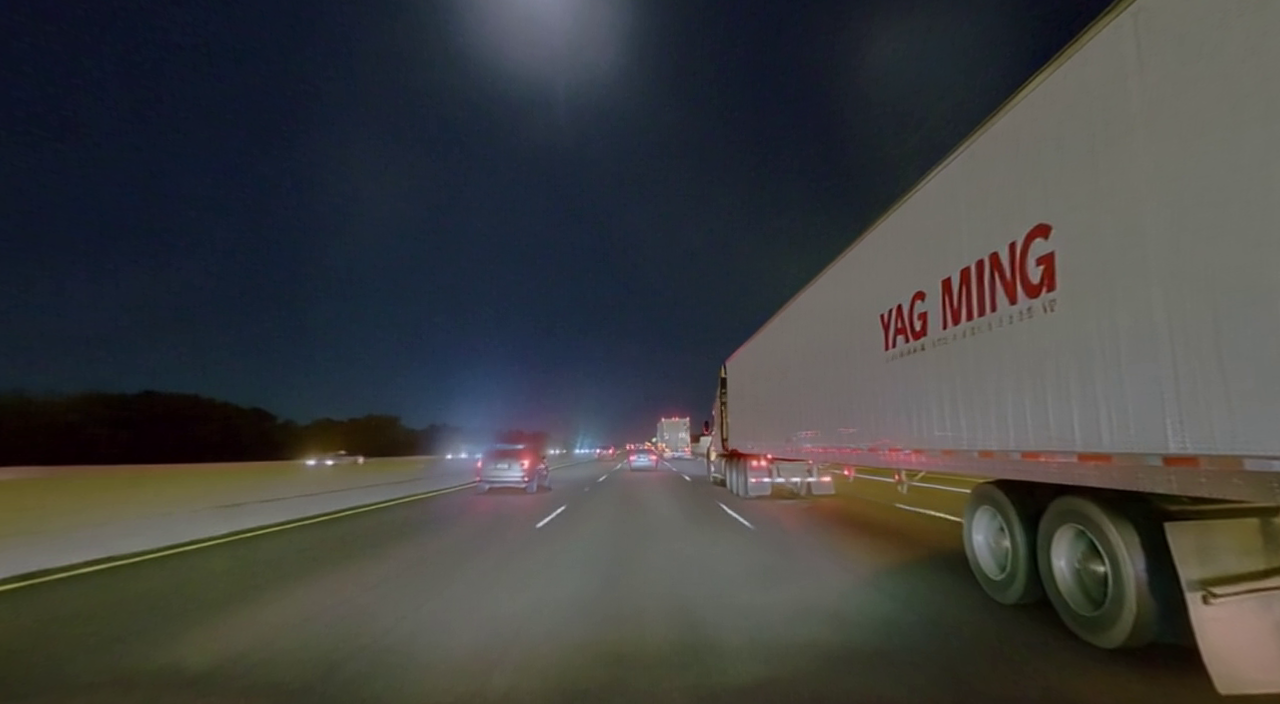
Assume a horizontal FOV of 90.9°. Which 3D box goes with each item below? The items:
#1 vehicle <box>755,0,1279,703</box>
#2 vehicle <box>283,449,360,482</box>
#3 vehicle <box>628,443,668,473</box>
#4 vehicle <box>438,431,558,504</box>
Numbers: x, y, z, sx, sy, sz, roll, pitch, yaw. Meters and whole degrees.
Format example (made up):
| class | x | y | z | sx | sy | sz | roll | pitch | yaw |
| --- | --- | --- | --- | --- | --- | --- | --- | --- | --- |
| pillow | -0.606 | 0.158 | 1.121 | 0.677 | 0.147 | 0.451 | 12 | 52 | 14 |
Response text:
| class | x | y | z | sx | sy | sz | roll | pitch | yaw |
| --- | --- | --- | --- | --- | --- | --- | --- | --- | --- |
| vehicle | 3.867 | 0.280 | 7.041 | 2.821 | 4.077 | 12.562 | 0 | -9 | 0 |
| vehicle | -19.080 | 6.787 | 38.069 | 2.101 | 1.782 | 4.793 | 0 | -9 | 0 |
| vehicle | 0.404 | 5.707 | 34.215 | 2.063 | 1.469 | 4.208 | 0 | -9 | 0 |
| vehicle | -3.725 | 3.149 | 17.648 | 2.091 | 1.722 | 4.974 | -1 | -9 | 1 |
